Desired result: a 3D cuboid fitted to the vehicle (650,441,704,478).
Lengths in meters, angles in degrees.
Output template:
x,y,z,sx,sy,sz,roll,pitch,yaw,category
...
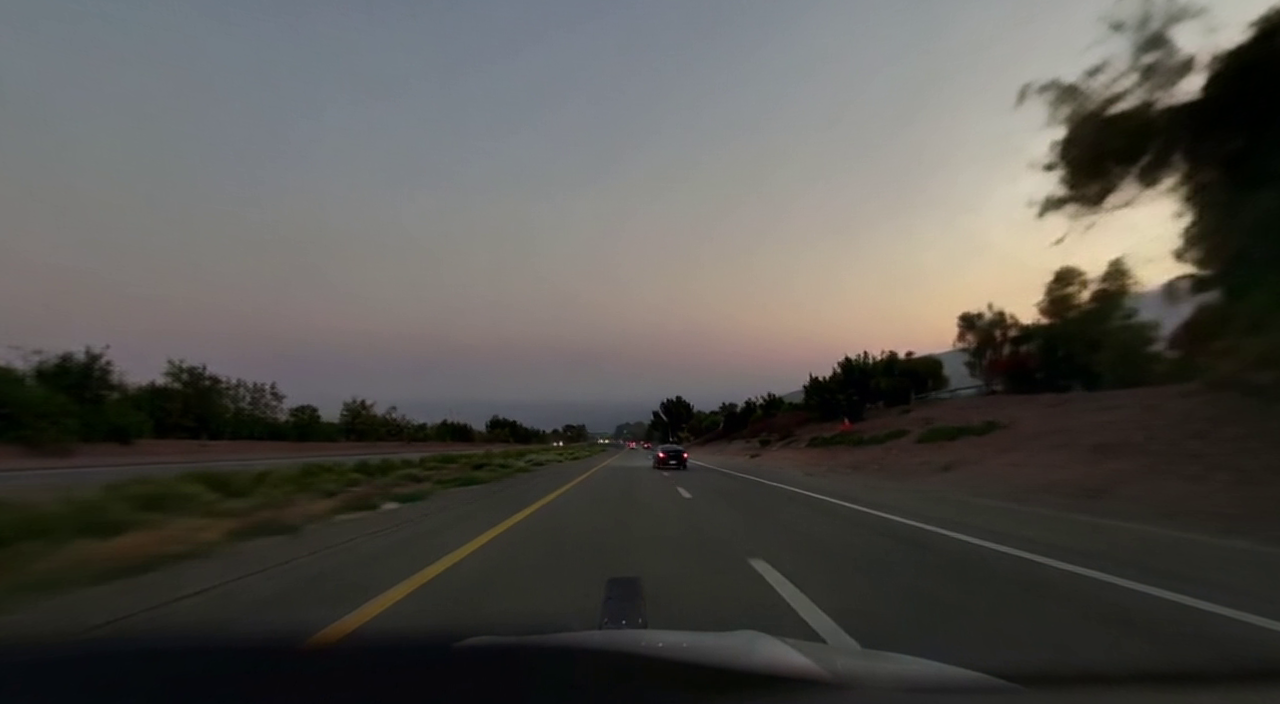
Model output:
x,y,z,sx,sy,sz,roll,pitch,yaw,category
1.552,4.709,27.860,1.991,1.475,4.302,0,-8,-2,vehicle
